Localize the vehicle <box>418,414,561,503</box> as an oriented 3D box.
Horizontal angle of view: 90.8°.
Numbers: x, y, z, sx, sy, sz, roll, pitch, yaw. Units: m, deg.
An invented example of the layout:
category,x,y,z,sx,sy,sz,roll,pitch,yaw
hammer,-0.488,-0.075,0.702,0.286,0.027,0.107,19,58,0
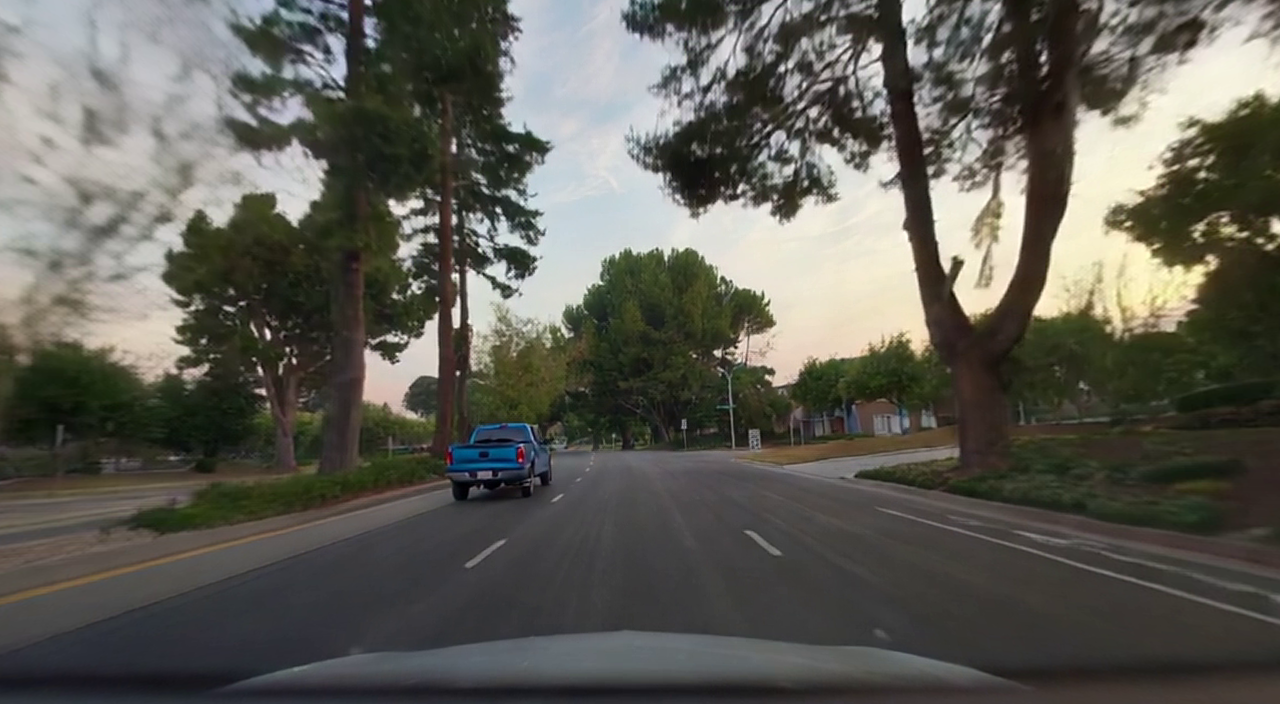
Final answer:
category,x,y,z,sx,sy,sz,roll,pitch,yaw
vehicle,-3.569,2.715,16.564,2.267,1.849,6.402,0,-8,-1
